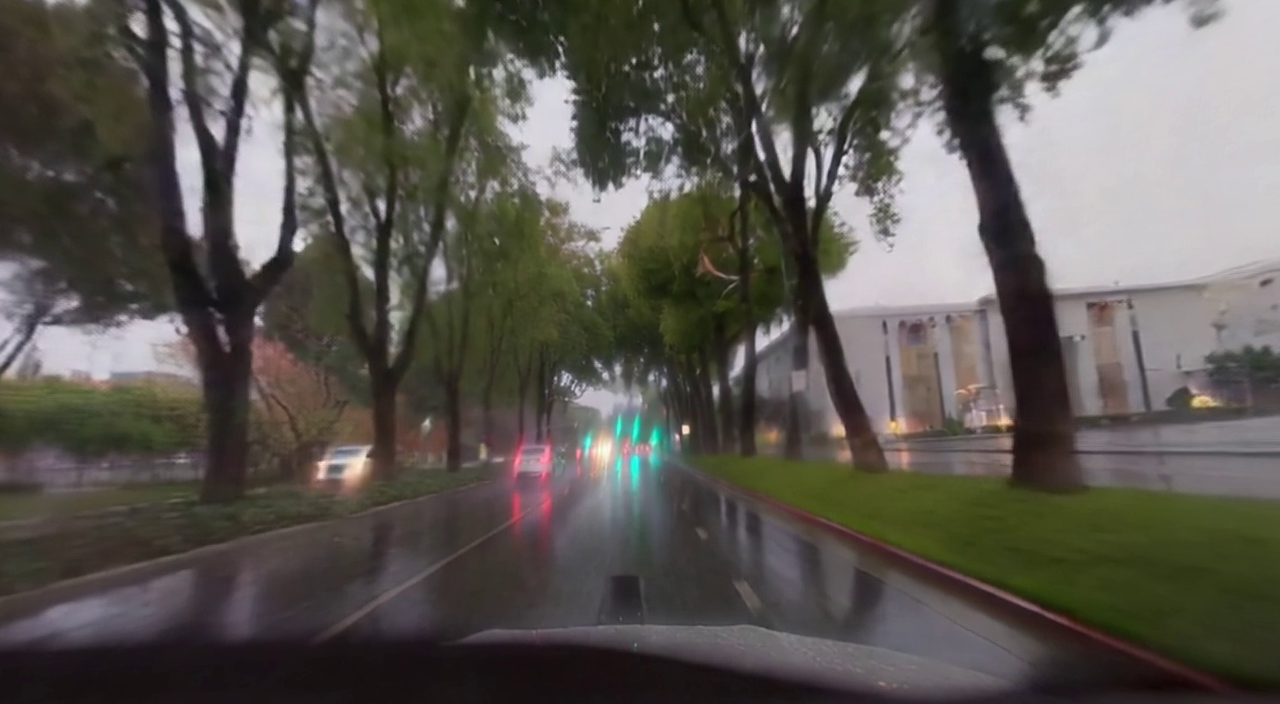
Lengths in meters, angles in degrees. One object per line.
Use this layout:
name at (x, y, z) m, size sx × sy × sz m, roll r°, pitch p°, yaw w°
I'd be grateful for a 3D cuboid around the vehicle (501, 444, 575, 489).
vehicle at (-3.597, 4.105, 22.992) m, size 1.932 × 1.431 × 4.144 m, roll 0°, pitch -9°, yaw 1°

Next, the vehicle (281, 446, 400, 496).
vehicle at (-11.738, 4.662, 25.314) m, size 2.109 × 1.729 × 5.492 m, roll 0°, pitch -9°, yaw 0°
